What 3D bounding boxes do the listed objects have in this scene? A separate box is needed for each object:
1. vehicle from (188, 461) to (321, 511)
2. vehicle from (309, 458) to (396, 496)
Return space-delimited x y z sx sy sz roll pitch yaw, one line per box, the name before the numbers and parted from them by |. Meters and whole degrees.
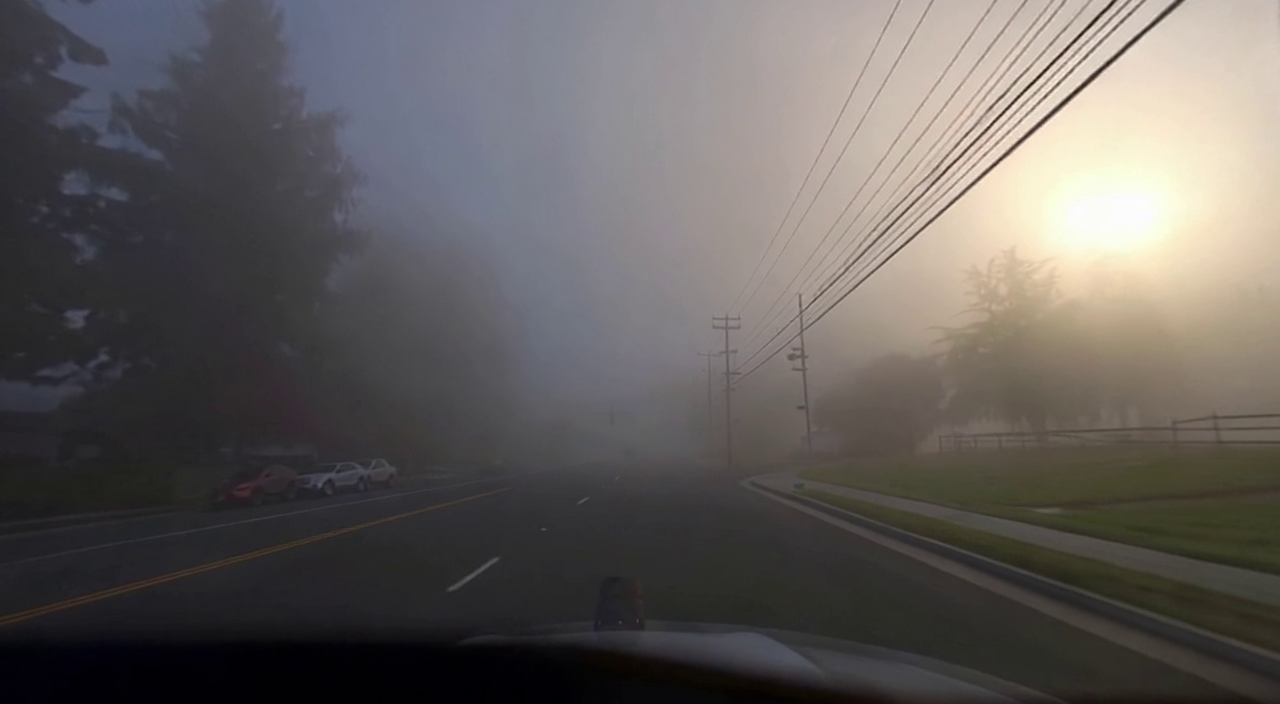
vehicle | -13.695 4.751 22.830 1.936 1.489 4.311 -1 -8 3
vehicle | -13.440 5.848 29.825 1.863 1.481 4.363 -3 -9 3
